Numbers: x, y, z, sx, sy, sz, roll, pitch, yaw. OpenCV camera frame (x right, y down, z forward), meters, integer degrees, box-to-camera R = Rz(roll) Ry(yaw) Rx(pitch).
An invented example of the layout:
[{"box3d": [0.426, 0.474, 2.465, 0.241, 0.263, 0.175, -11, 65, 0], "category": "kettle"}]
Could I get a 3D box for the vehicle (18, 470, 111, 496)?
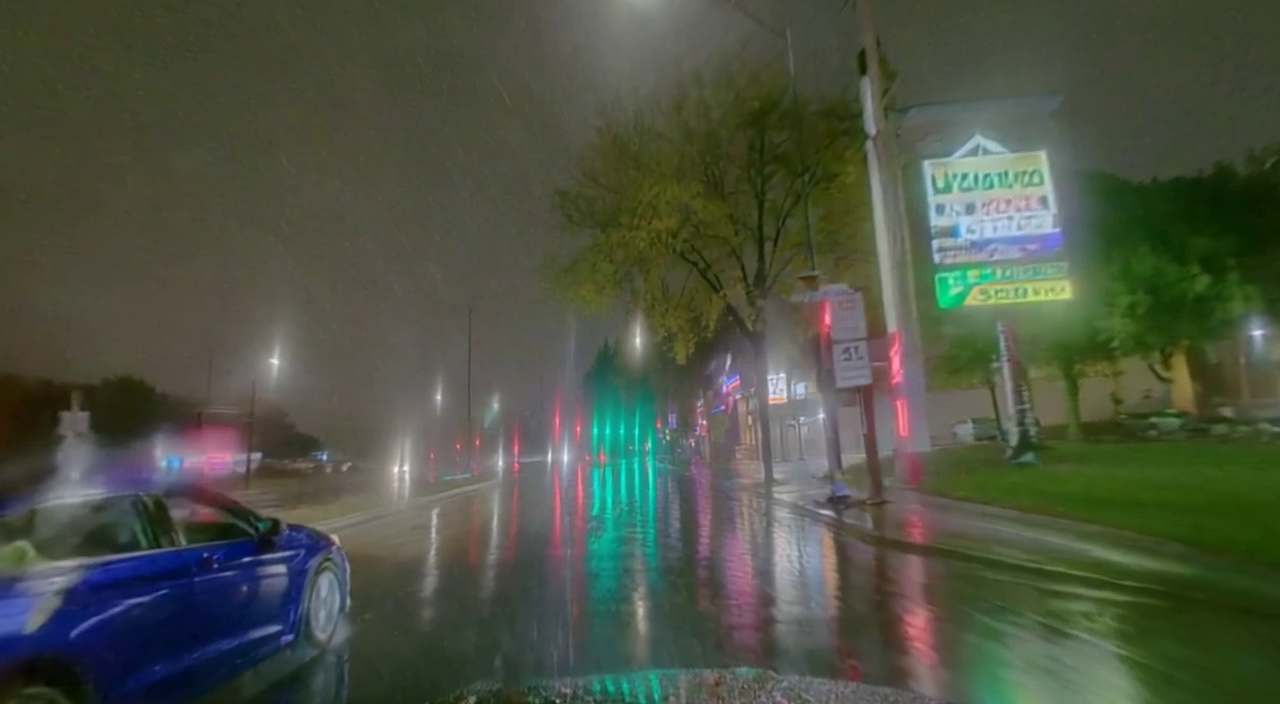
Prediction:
[{"box3d": [-38.149, 8.681, 41.947, 4.234, 1.461, 1.904, 0, -7, -3], "category": "vehicle"}]
